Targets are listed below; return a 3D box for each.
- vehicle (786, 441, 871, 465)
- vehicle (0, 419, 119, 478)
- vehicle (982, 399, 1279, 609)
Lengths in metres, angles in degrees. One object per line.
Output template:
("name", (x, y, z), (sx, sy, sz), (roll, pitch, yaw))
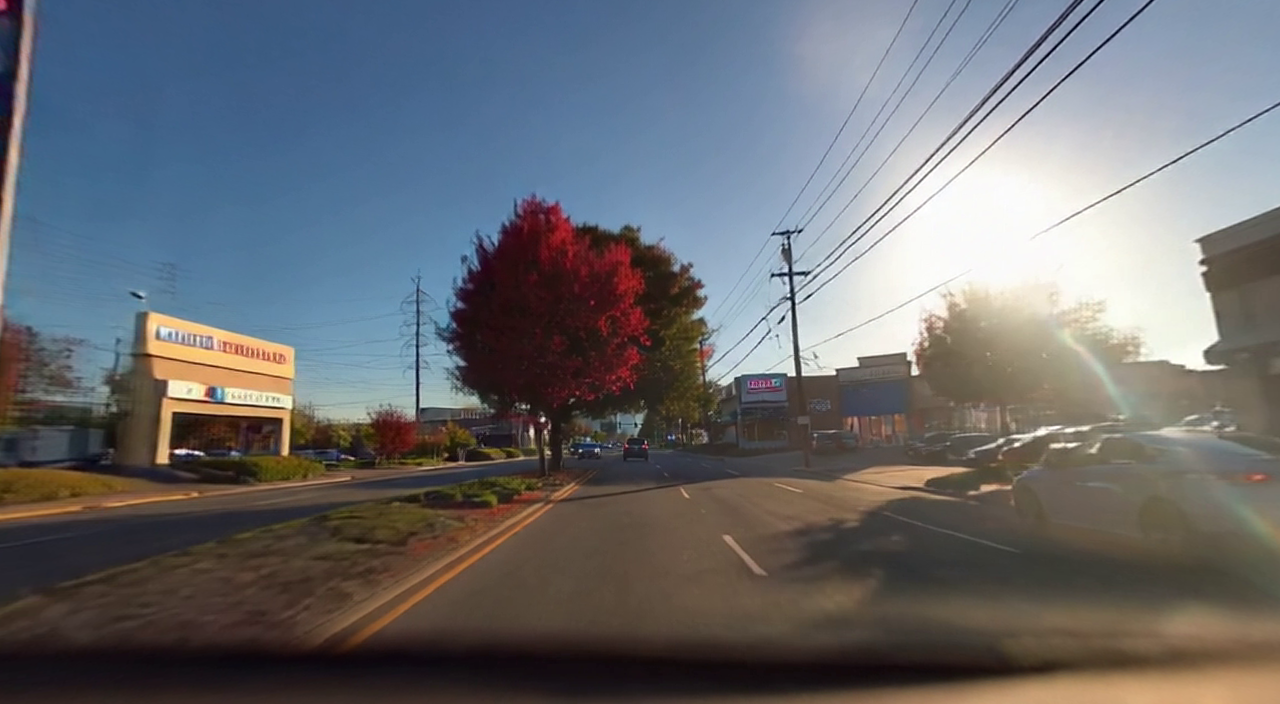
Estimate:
("vehicle", (14.518, 7.751, 48.783), (5.733, 1.610, 2.253), (0, -8, -11))
("vehicle", (-28.688, 4.578, 29.705), (5.851, 2.505, 2.504), (-1, -8, -9))
("vehicle", (6.217, 1.559, 7.275), (1.995, 1.705, 4.434), (0, -9, -1))
